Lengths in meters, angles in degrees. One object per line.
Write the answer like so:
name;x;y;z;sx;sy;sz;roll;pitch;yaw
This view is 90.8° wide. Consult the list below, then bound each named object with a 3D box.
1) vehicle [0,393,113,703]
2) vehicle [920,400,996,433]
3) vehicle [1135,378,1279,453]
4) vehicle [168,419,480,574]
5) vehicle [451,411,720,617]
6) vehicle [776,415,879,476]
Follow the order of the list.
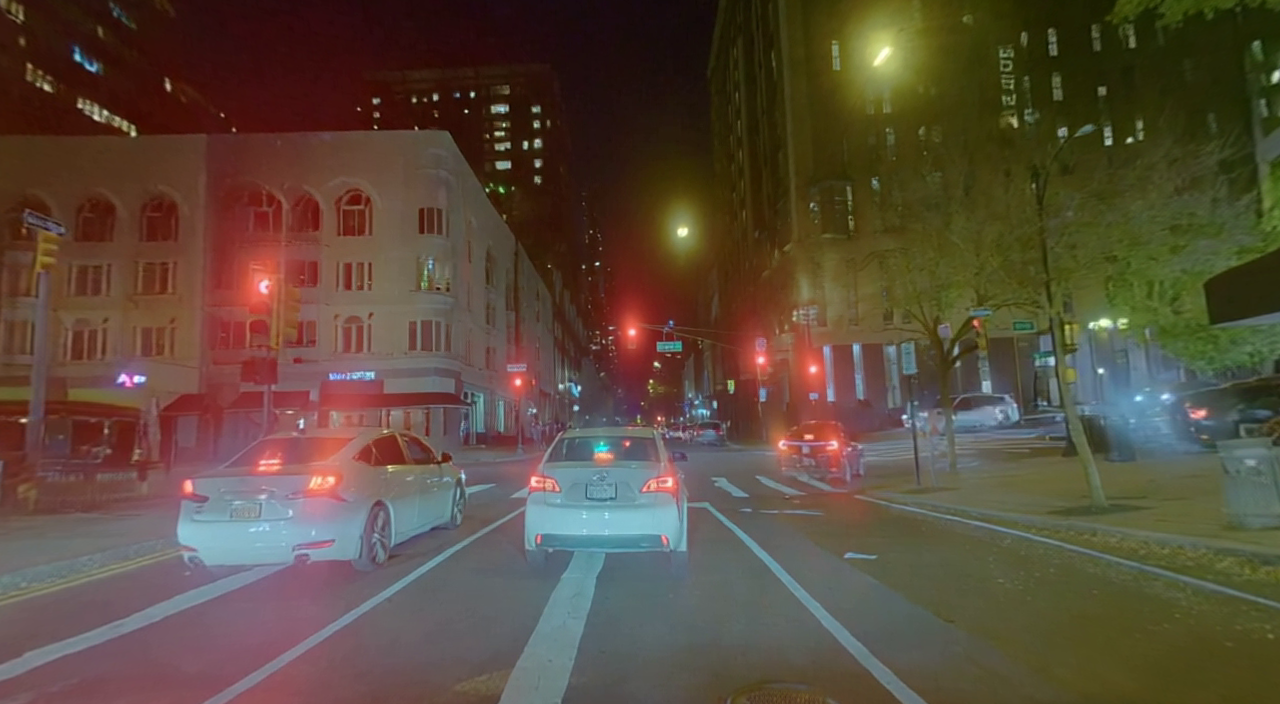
vehicle;-3.917;0.708;1.192;1.995;1.524;4.438;0;-8;0
vehicle;19.011;3.883;37.695;4.657;1.769;1.979;6;-10;-35
vehicle;21.620;2.362;22.885;5.863;2.493;2.354;2;-9;-12
vehicle;-3.694;1.756;8.477;1.934;1.522;4.287;0;-8;0
vehicle;-0.423;1.499;6.732;1.999;1.520;3.896;0;-8;-1
vehicle;5.960;2.909;19.732;1.958;1.667;4.392;-5;-10;30
